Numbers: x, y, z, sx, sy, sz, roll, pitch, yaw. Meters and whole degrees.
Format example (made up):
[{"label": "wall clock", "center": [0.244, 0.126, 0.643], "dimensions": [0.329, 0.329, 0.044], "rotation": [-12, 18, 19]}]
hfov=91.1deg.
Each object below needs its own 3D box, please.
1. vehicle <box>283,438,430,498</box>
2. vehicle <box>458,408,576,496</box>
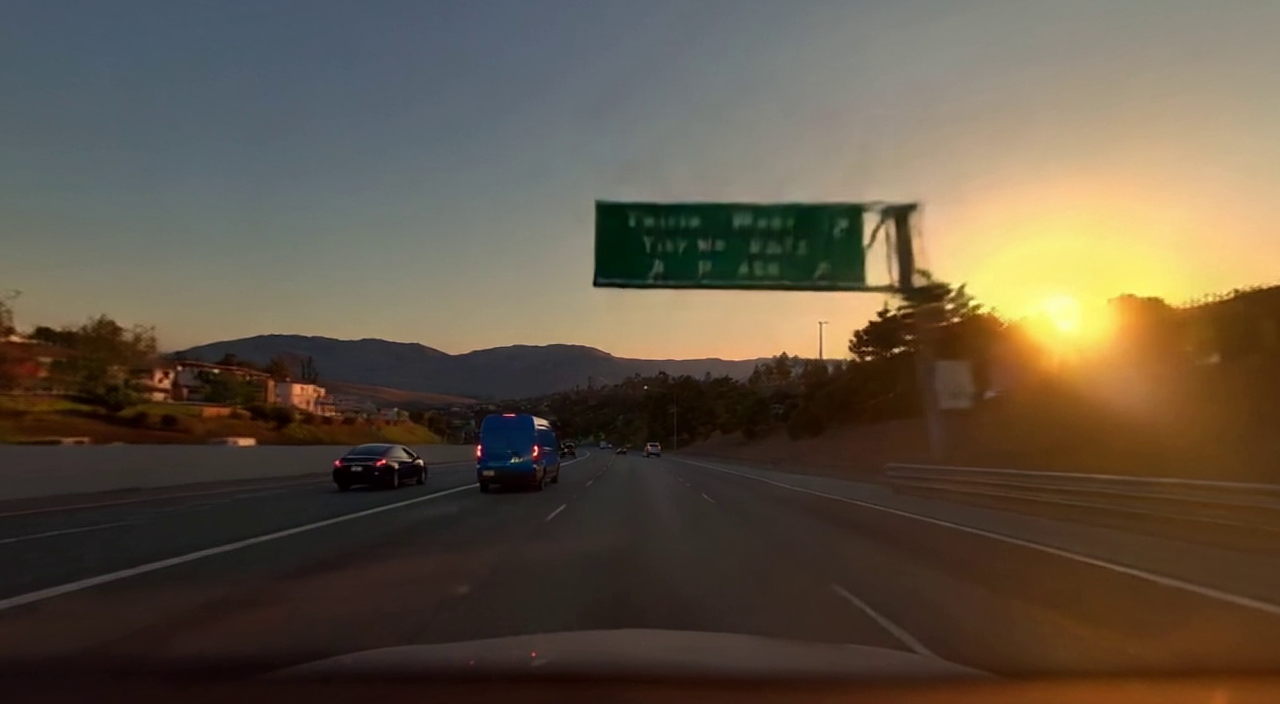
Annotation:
[{"label": "vehicle", "center": [-7.914, 3.279, 18.162], "dimensions": [1.987, 1.490, 4.781], "rotation": [0, -9, 0]}, {"label": "vehicle", "center": [-3.451, 2.984, 18.912], "dimensions": [2.372, 2.248, 5.393], "rotation": [0, -9, 1]}]
